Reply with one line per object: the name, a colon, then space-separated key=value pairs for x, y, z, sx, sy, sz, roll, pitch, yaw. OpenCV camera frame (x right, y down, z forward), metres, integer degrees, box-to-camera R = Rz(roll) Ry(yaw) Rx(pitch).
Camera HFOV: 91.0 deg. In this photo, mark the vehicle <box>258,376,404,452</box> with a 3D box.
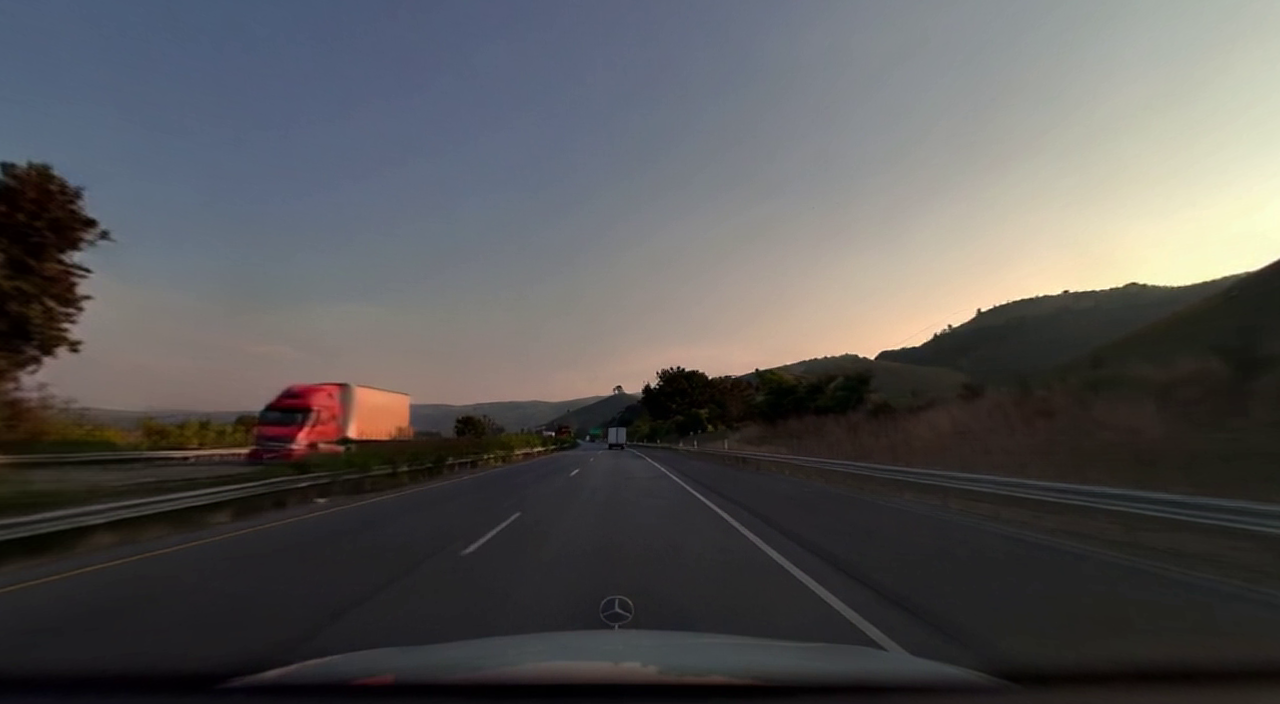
vehicle: x=-17.377 y=3.901 z=36.894 sx=2.822 sy=3.677 sz=12.266 roll=0 pitch=-8 yaw=-2
